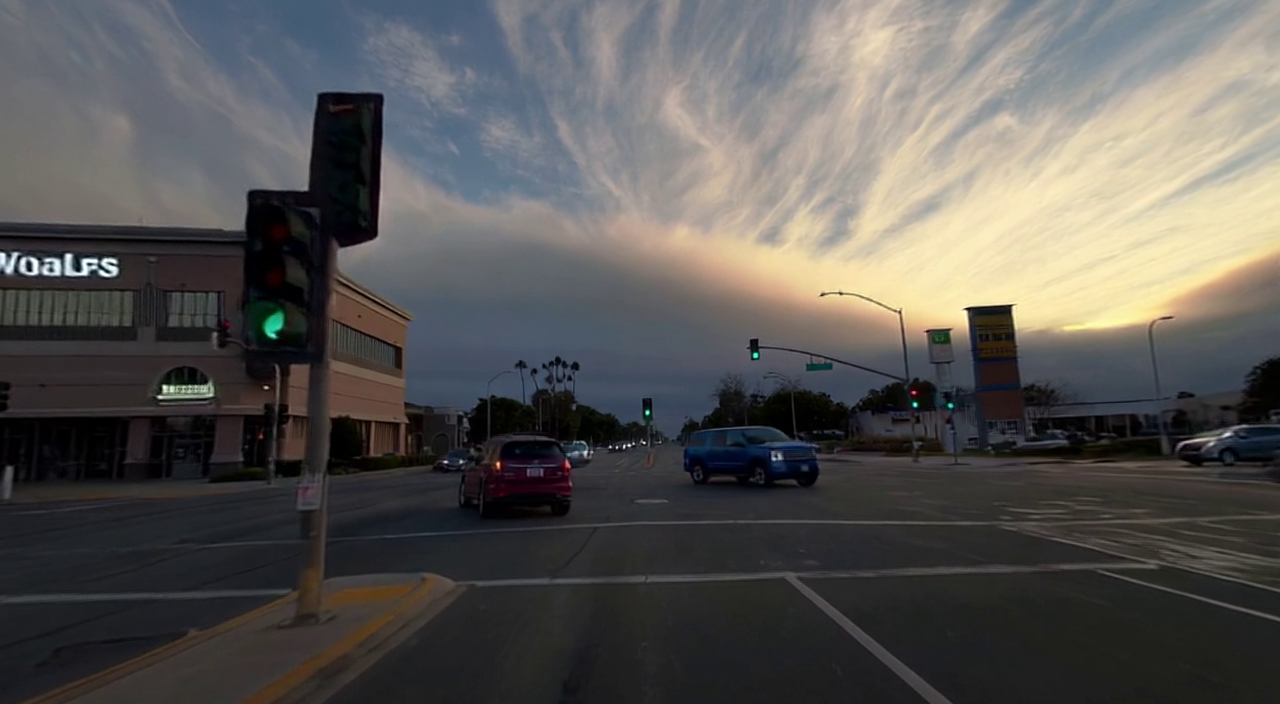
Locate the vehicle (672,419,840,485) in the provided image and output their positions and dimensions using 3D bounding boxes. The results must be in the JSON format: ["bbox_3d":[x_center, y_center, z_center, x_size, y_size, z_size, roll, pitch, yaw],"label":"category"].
[{"bbox_3d":[4.260,3.831,24.372,2.708,2.200,5.960,7,-11,-38],"label":"vehicle"}]

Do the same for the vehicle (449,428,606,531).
[{"bbox_3d":[-2.578,2.595,13.510,2.238,1.762,4.445,4,-9,-24],"label":"vehicle"}]

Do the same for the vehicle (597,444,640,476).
[{"bbox_3d":[-1.306,6.063,35.785,2.142,1.607,4.733,1,-9,-6],"label":"vehicle"}]

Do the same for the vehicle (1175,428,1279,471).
[{"bbox_3d":[23.252,3.606,23.473,5.079,1.496,1.876,0,-9,-3],"label":"vehicle"}]
